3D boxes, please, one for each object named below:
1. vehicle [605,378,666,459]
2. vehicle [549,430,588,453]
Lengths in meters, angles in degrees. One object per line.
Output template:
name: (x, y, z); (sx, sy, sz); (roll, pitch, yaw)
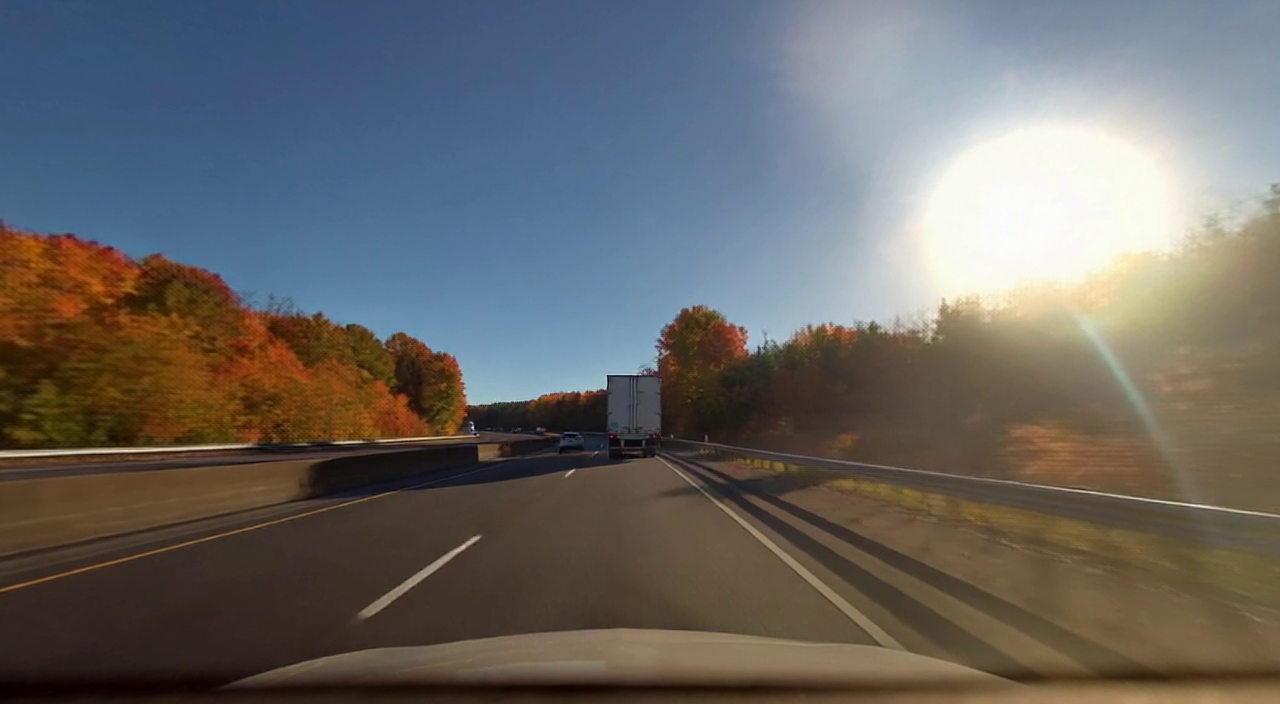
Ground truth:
vehicle: (-0.392, 4.082, 37.185); (3.013, 4.016, 11.496); (0, -8, -2)
vehicle: (-4.850, 6.162, 43.335); (2.217, 1.495, 4.245); (0, -8, 0)
